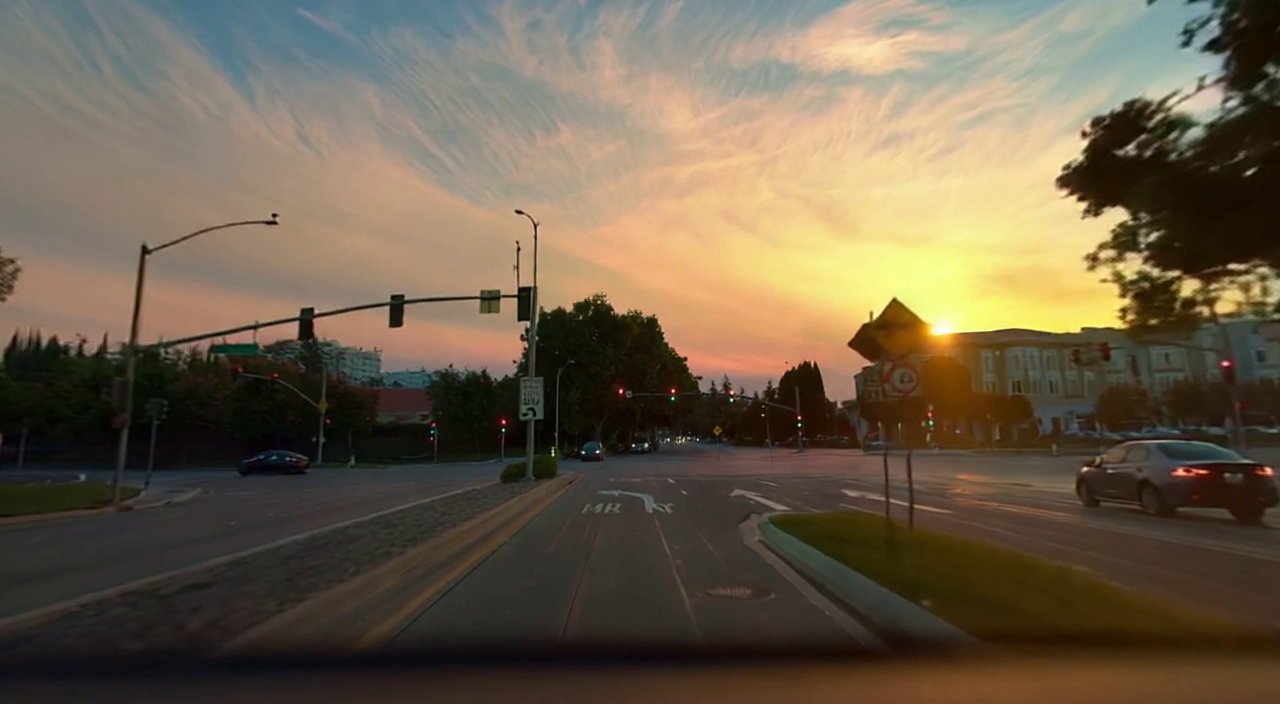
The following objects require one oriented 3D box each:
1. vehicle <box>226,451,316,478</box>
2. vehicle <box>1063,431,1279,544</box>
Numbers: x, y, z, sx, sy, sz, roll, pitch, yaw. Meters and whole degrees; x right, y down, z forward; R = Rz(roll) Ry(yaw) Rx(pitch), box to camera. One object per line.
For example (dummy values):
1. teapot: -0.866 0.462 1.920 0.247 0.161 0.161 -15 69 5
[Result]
1. vehicle: -24.925 7.592 42.809 4.706 1.734 2.253 -1 -9 5
2. vehicle: 9.540 2.116 10.446 1.933 1.500 4.458 0 -9 -1
